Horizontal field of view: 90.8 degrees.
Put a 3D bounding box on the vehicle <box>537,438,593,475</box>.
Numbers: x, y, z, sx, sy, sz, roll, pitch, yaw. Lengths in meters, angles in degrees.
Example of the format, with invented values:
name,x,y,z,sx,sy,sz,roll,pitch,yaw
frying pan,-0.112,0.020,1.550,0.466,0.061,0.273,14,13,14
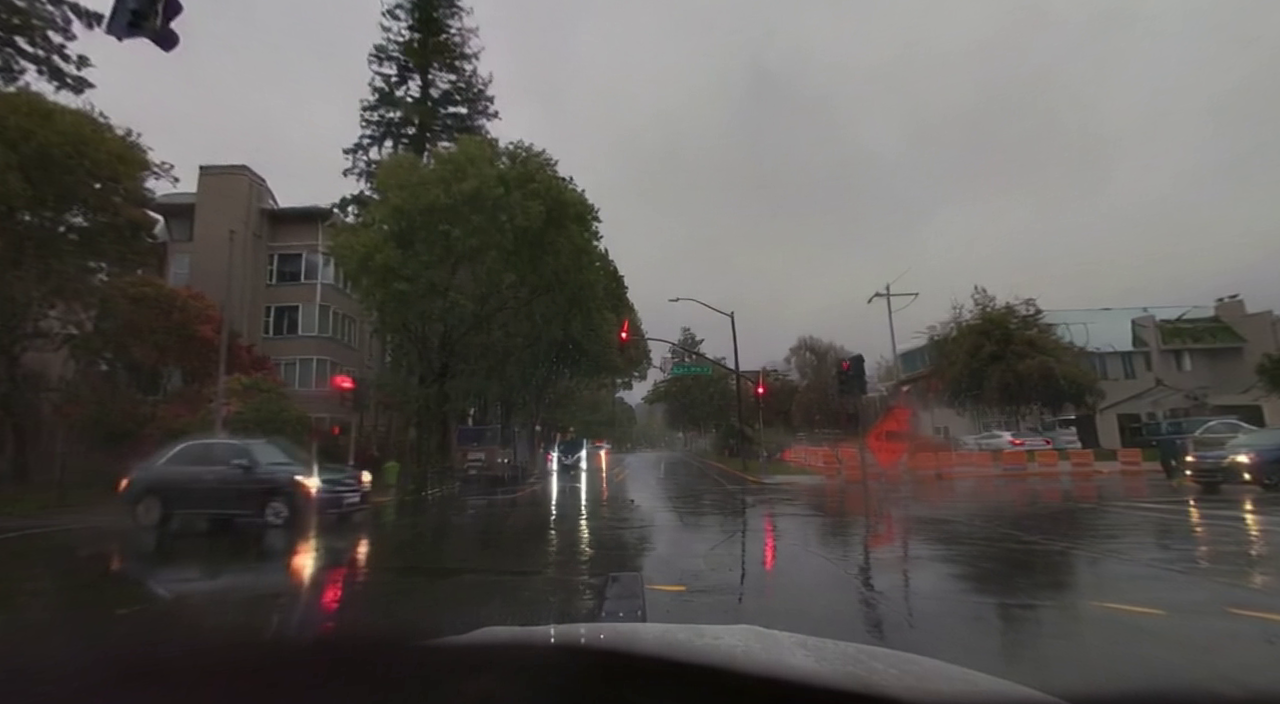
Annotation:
name,x,y,z,sx,sy,sz,roll,pitch,yaw
vehicle,-3.688,5.233,31.900,2.302,1.708,4.764,0,-9,0

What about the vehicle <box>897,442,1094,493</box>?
name,x,y,z,sx,sy,sz,roll,pitch,yaw
vehicle,11.152,3.641,20.236,5.158,1.470,2.012,-4,-10,26

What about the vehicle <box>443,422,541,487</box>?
name,x,y,z,sx,sy,sz,roll,pitch,yaw
vehicle,-6.499,4.657,28.999,2.896,2.560,7.322,0,-9,-1

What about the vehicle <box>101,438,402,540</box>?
name,x,y,z,sx,sy,sz,roll,pitch,yaw
vehicle,-7.148,2.514,11.981,4.390,1.700,2.048,-1,-9,5

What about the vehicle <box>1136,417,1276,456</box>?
name,x,y,z,sx,sy,sz,roll,pitch,yaw
vehicle,33.268,5.004,37.291,5.969,2.225,2.458,0,-9,-4
